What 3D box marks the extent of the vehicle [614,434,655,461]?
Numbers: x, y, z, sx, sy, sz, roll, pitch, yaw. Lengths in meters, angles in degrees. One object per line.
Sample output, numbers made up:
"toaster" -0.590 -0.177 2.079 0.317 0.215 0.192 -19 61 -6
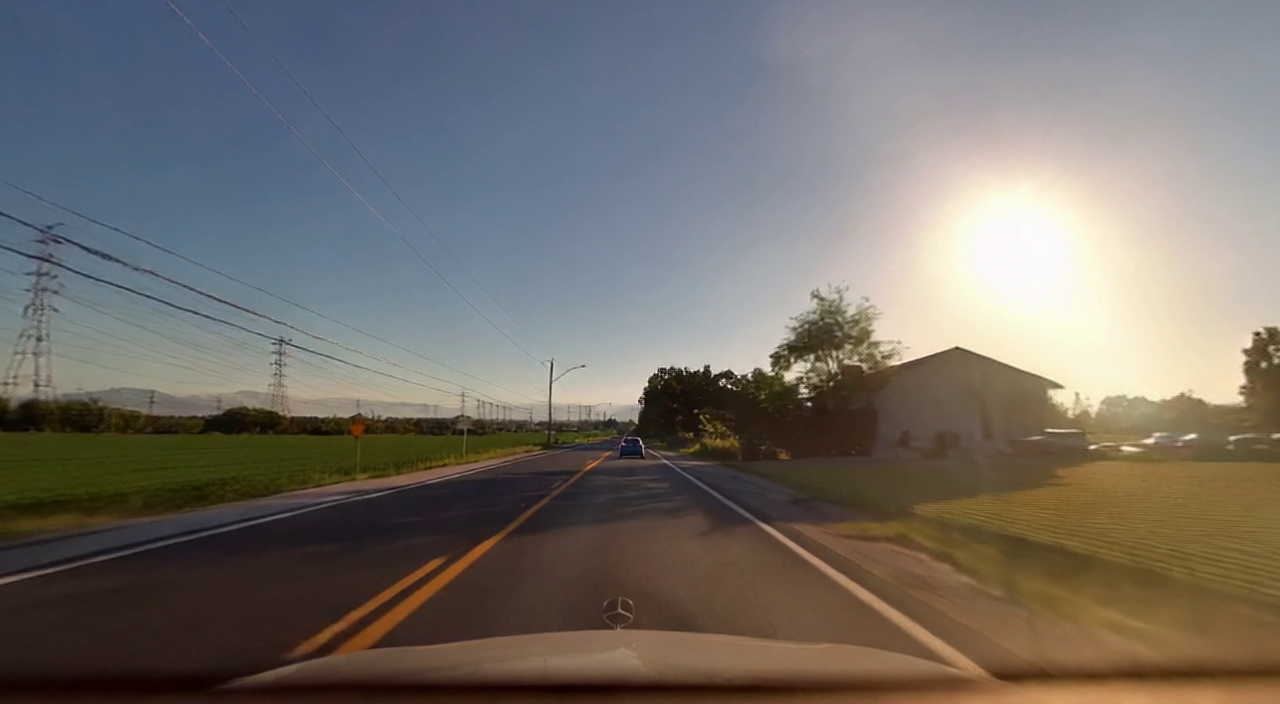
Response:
"vehicle" -0.337 5.550 36.665 2.241 1.471 3.829 0 -8 -1
